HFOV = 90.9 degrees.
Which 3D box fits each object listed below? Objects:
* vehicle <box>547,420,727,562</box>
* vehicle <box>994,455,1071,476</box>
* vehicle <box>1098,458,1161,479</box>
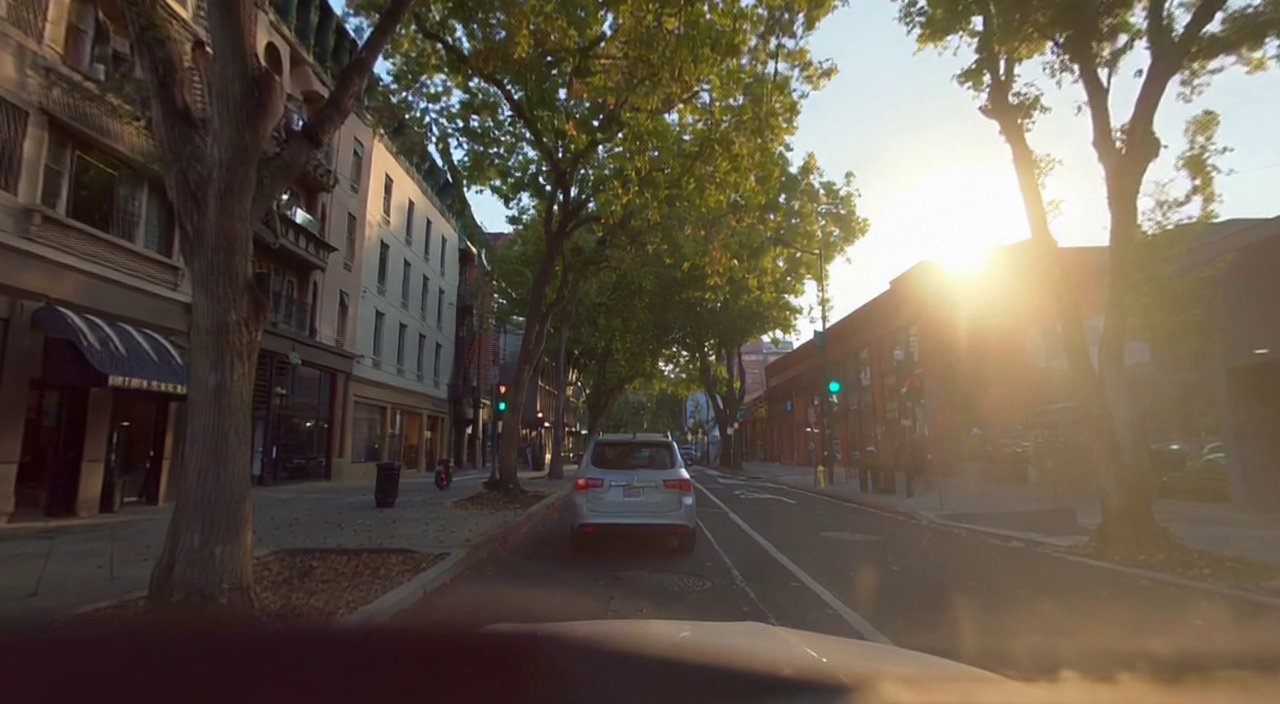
[{"bbox_3d":[-0.080,1.901,9.315,2.079,1.621,3.861,0,-8,-1],"label":"vehicle"},{"bbox_3d":[29.816,8.599,47.920,4.668,1.441,1.904,1,-9,-6],"label":"vehicle"},{"bbox_3d":[37.103,8.819,47.799,3.445,1.363,1.608,2,-8,-1],"label":"vehicle"}]
